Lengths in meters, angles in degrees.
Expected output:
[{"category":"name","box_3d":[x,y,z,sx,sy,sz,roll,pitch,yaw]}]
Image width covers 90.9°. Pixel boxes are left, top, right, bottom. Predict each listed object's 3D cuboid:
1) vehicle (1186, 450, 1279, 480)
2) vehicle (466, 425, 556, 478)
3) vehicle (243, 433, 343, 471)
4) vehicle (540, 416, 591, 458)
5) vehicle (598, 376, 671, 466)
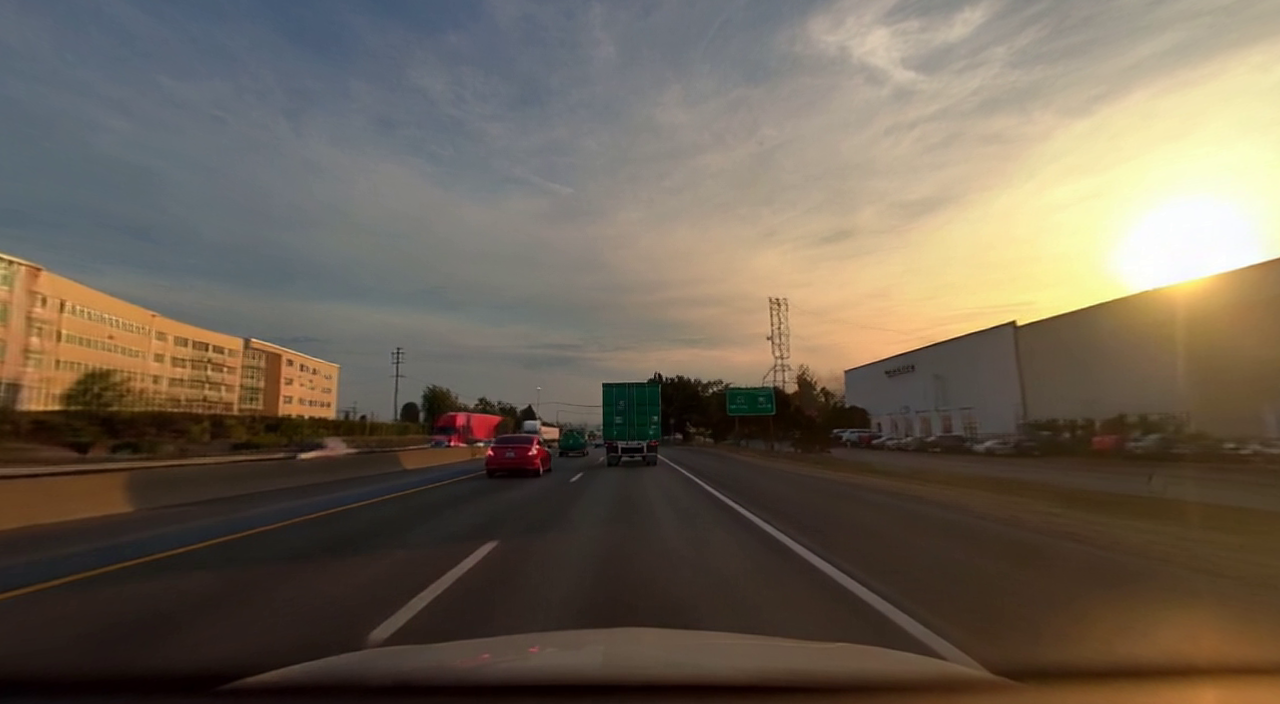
[{"category":"vehicle","box_3d":[44.245,8.405,47.055,4.593,2.050,2.388,0,-8,0]},{"category":"vehicle","box_3d":[-4.271,3.380,21.790,2.005,1.602,5.131,0,-8,0]},{"category":"vehicle","box_3d":[-14.971,4.307,27.478,1.934,1.527,4.158,0,-8,0]},{"category":"vehicle","box_3d":[-5.109,6.001,44.370,2.717,2.714,6.997,0,-8,0]},{"category":"vehicle","box_3d":[-0.377,3.785,33.542,3.259,4.066,9.891,0,-8,-2]}]
